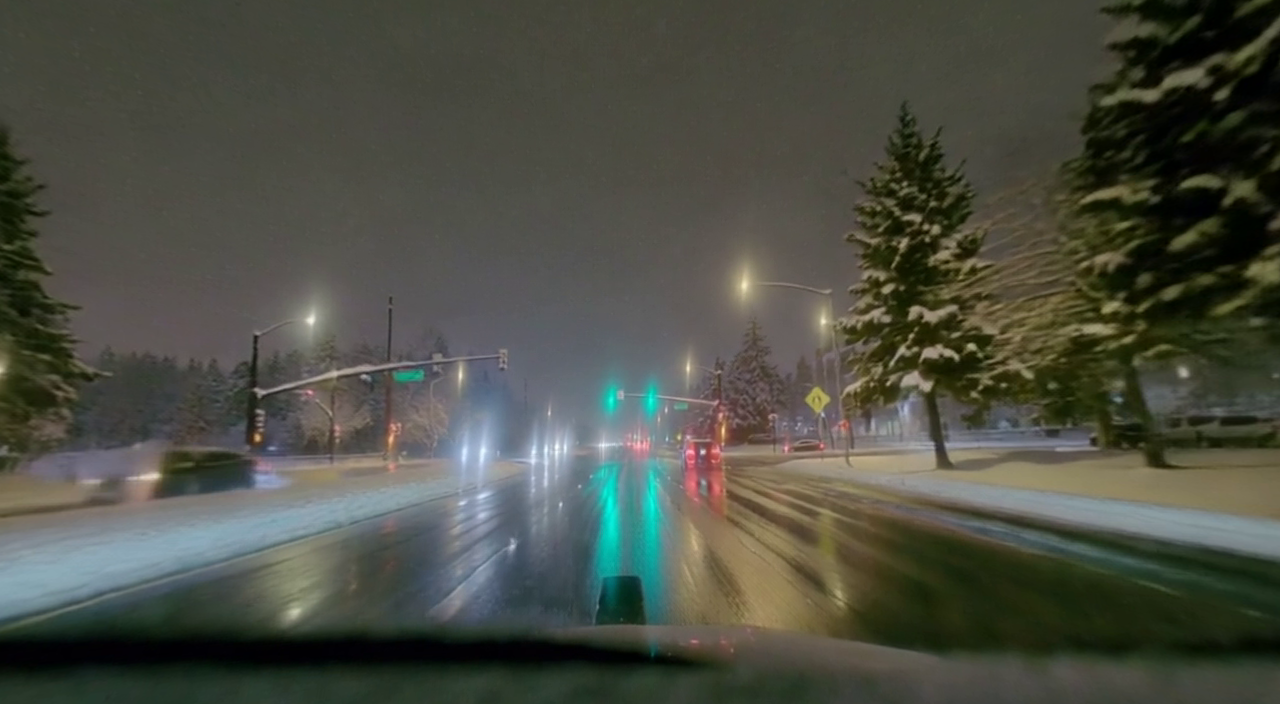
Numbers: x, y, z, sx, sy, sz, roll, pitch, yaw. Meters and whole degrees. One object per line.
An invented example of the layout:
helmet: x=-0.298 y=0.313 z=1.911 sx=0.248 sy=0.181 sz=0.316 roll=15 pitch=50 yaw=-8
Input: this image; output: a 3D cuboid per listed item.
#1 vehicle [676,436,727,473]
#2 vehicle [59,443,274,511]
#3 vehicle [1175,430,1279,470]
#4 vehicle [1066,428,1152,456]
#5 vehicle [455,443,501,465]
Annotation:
vehicle: x=3.098 y=5.295 z=32.966 sx=2.069 sy=1.761 sz=4.610 roll=0 pitch=-8 yaw=-2
vehicle: x=-12.019 y=3.152 z=16.580 sx=2.005 sy=1.493 sz=4.682 roll=-1 pitch=-8 yaw=0
vehicle: x=22.622 y=3.668 z=23.670 sx=3.536 sy=1.412 sz=1.727 roll=0 pitch=-8 yaw=-1
vehicle: x=25.464 y=4.924 z=34.493 sx=1.828 sy=1.384 sz=3.794 roll=-1 pitch=-8 yaw=2
vehicle: x=-11.791 y=7.452 z=46.290 sx=2.059 sy=1.503 sz=4.483 roll=-1 pitch=-8 yaw=1
